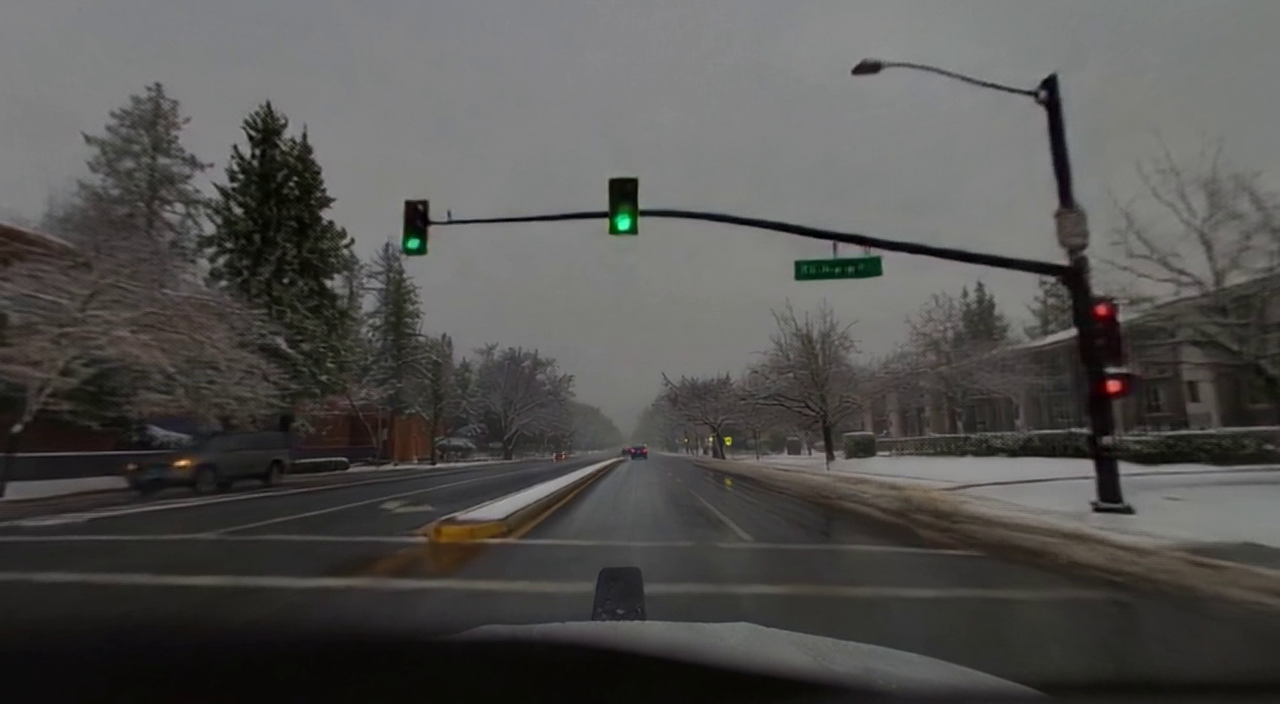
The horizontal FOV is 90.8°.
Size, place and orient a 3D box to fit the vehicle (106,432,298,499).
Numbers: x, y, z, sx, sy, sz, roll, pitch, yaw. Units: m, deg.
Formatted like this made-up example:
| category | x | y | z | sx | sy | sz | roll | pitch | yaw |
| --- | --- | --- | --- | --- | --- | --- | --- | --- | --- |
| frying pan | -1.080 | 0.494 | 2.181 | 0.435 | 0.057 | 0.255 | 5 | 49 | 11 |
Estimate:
| category | x | y | z | sx | sy | sz | roll | pitch | yaw |
| --- | --- | --- | --- | --- | --- | --- | --- | --- | --- |
| vehicle | -15.243 | 3.979 | 22.635 | 2.403 | 2.039 | 5.887 | -1 | -9 | 3 |
